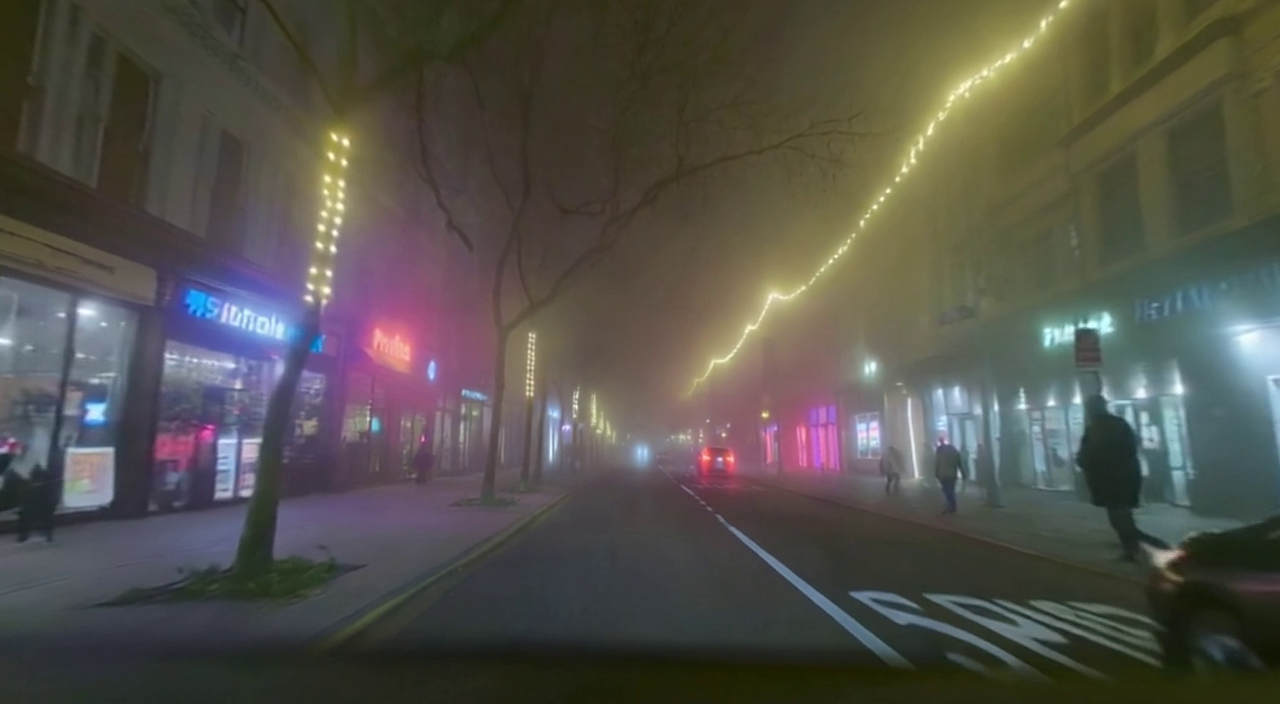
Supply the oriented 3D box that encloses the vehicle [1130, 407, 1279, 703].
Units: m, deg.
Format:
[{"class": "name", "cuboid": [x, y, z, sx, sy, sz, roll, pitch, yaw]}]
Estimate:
[{"class": "vehicle", "cuboid": [3.492, 0.773, 0.967, 1.971, 1.559, 4.326, 0, -9, 0]}]
